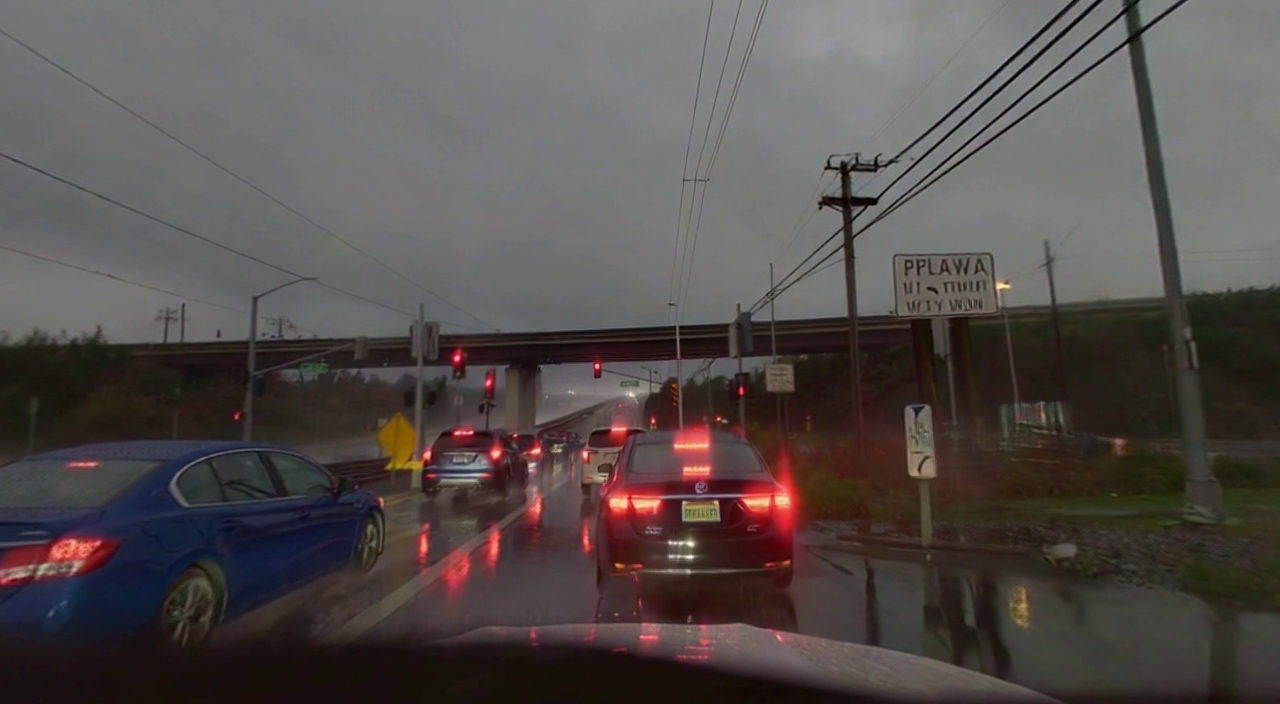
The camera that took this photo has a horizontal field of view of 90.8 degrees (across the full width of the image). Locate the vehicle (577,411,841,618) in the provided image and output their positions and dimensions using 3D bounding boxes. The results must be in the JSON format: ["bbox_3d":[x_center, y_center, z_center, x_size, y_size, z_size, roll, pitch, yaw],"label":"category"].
[{"bbox_3d":[0.421,1.520,6.812,1.998,1.529,3.960,0,-9,-3],"label":"vehicle"}]

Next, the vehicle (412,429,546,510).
[{"bbox_3d":[-3.332,2.515,13.981,1.984,1.505,4.047,0,-9,-2],"label":"vehicle"}]

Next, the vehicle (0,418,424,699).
[{"bbox_3d":[-3.704,1.434,5.685,1.956,1.468,4.585,0,-9,-1],"label":"vehicle"}]
